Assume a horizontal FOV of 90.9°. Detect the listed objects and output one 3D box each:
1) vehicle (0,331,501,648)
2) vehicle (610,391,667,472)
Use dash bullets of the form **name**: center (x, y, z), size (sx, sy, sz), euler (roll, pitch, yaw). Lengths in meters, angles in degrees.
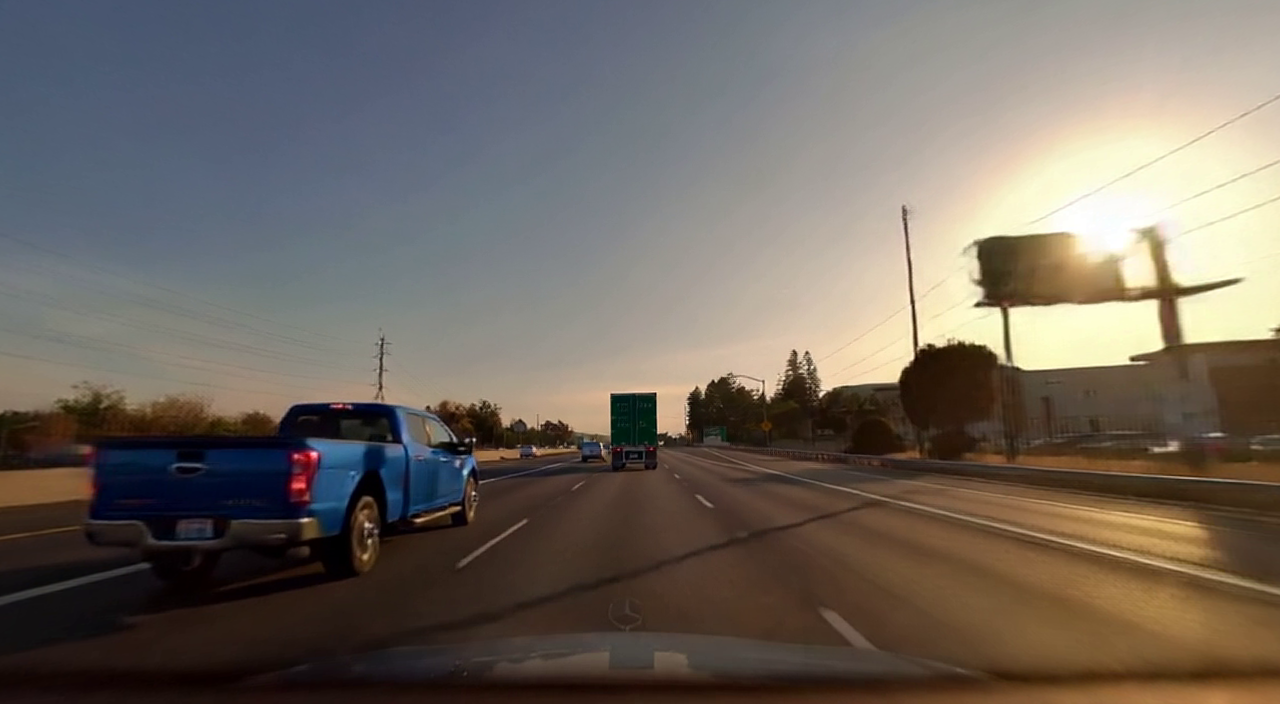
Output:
- **vehicle**: center (-3.798, 1.384, 7.579), size (2.749, 2.141, 6.515), euler (0, -8, 0)
- **vehicle**: center (-0.101, 4.997, 38.736), size (2.879, 4.085, 13.125), euler (0, -8, 0)
